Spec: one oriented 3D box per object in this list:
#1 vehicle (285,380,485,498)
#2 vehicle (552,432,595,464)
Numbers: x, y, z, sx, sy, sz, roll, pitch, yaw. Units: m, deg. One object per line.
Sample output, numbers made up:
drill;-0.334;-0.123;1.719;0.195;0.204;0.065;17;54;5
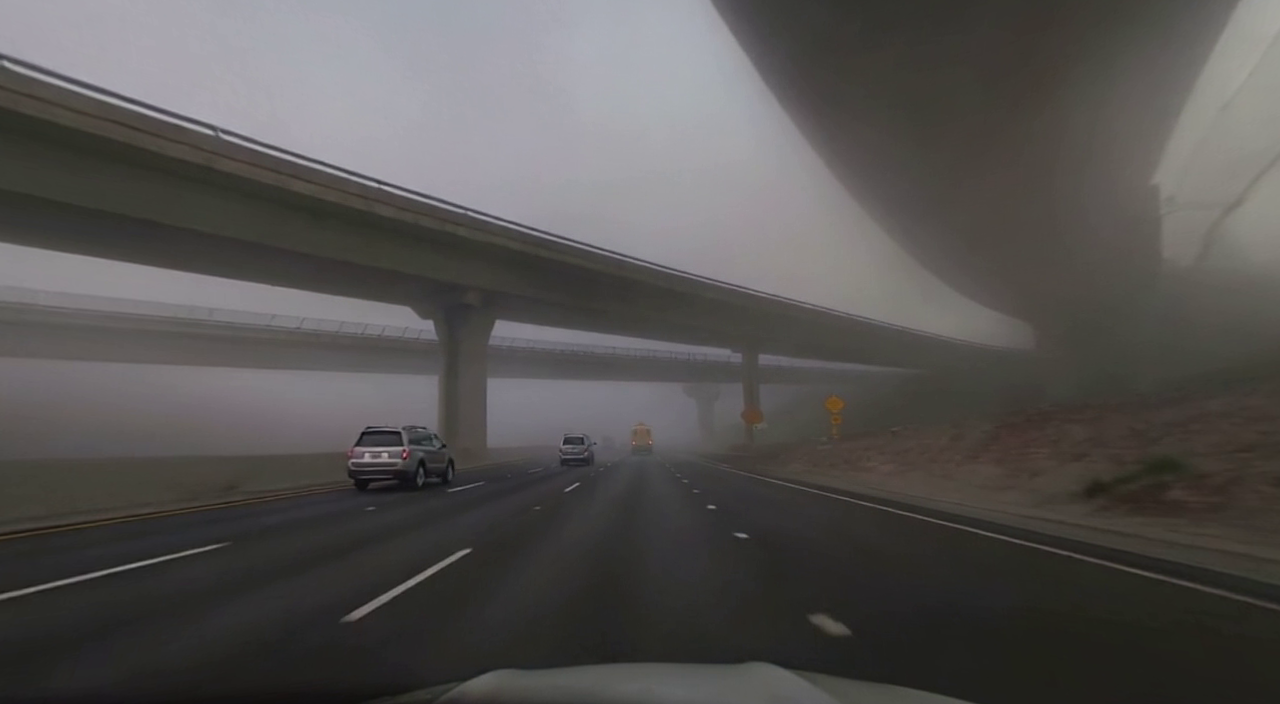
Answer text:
vehicle;-7.378;2.815;19.860;2.872;2.890;7.923;1;-9;0
vehicle;-4.104;6.062;39.818;2.147;1.918;4.834;0;-8;1
